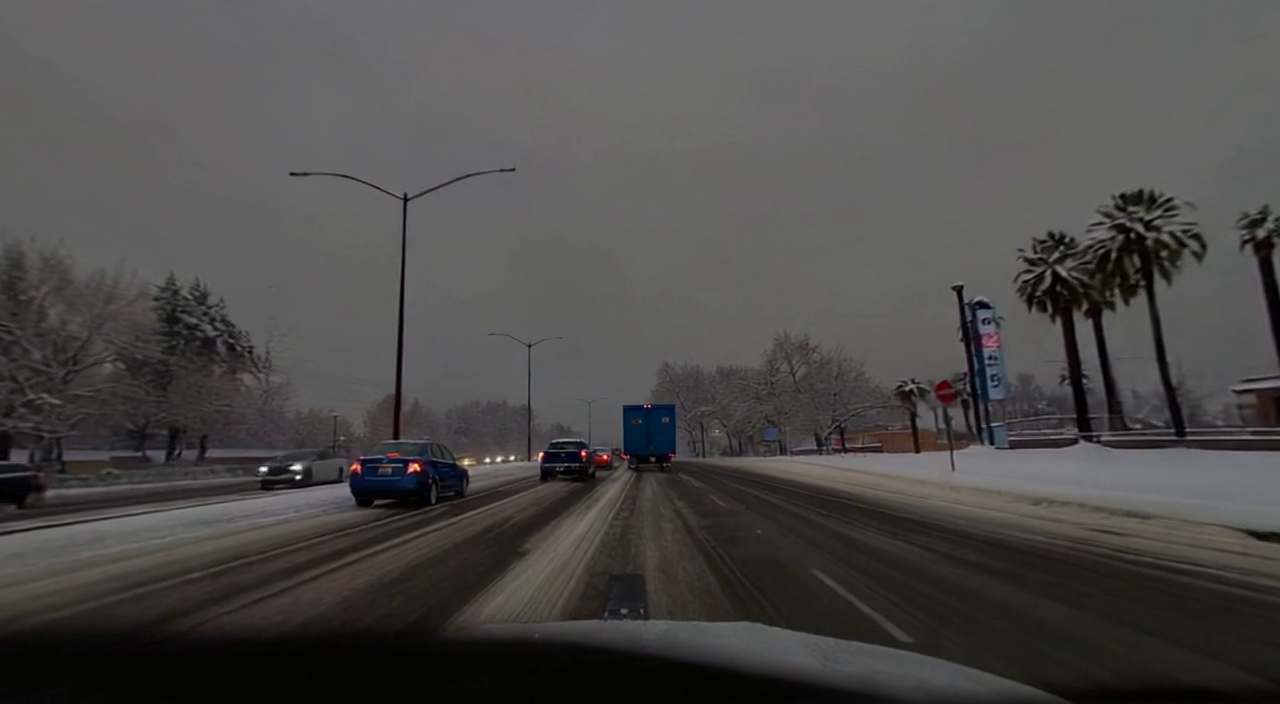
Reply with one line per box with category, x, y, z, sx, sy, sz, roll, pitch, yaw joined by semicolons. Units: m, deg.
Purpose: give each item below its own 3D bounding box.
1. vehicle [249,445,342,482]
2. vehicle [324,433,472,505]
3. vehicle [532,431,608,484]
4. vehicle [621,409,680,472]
vehicle;-17.844;5.771;32.844;2.108;1.761;4.664;0;-9;1
vehicle;-6.220;3.051;16.846;2.045;1.630;4.680;0;-9;1
vehicle;-2.549;4.009;24.195;2.178;1.826;4.933;0;-9;2
vehicle;0.602;5.040;35.646;2.993;3.235;6.692;0;-9;1
